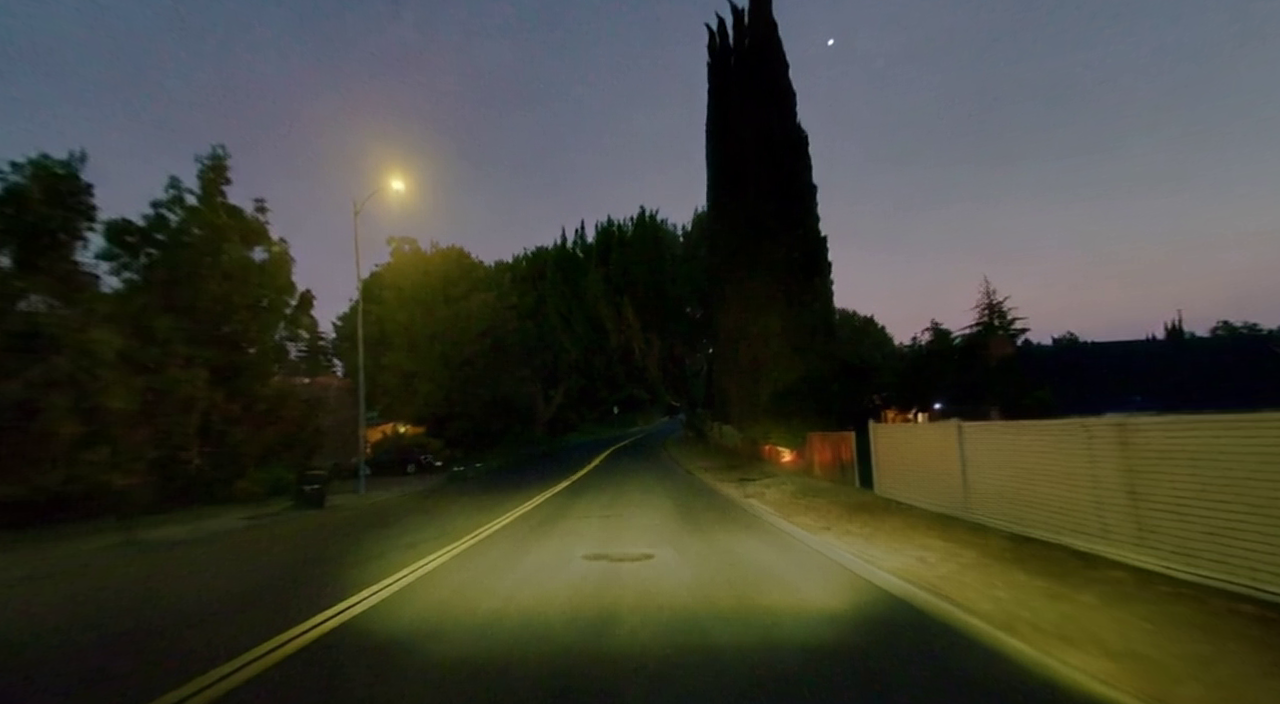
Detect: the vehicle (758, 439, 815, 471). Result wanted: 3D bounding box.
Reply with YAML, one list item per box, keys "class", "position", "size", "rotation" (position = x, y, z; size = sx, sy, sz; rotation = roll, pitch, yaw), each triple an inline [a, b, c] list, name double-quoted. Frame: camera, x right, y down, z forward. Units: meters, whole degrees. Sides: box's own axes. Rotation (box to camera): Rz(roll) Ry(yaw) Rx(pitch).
- class: "vehicle"
  position: [8.081, 5.721, 35.252]
  size: [1.954, 1.652, 4.520]
  rotation: [0, -8, -2]

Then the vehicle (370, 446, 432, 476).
- class: "vehicle"
  position: [-15.216, 6.937, 40.509]
  size: [2.177, 1.773, 4.656]
  rotation: [0, -8, 0]
